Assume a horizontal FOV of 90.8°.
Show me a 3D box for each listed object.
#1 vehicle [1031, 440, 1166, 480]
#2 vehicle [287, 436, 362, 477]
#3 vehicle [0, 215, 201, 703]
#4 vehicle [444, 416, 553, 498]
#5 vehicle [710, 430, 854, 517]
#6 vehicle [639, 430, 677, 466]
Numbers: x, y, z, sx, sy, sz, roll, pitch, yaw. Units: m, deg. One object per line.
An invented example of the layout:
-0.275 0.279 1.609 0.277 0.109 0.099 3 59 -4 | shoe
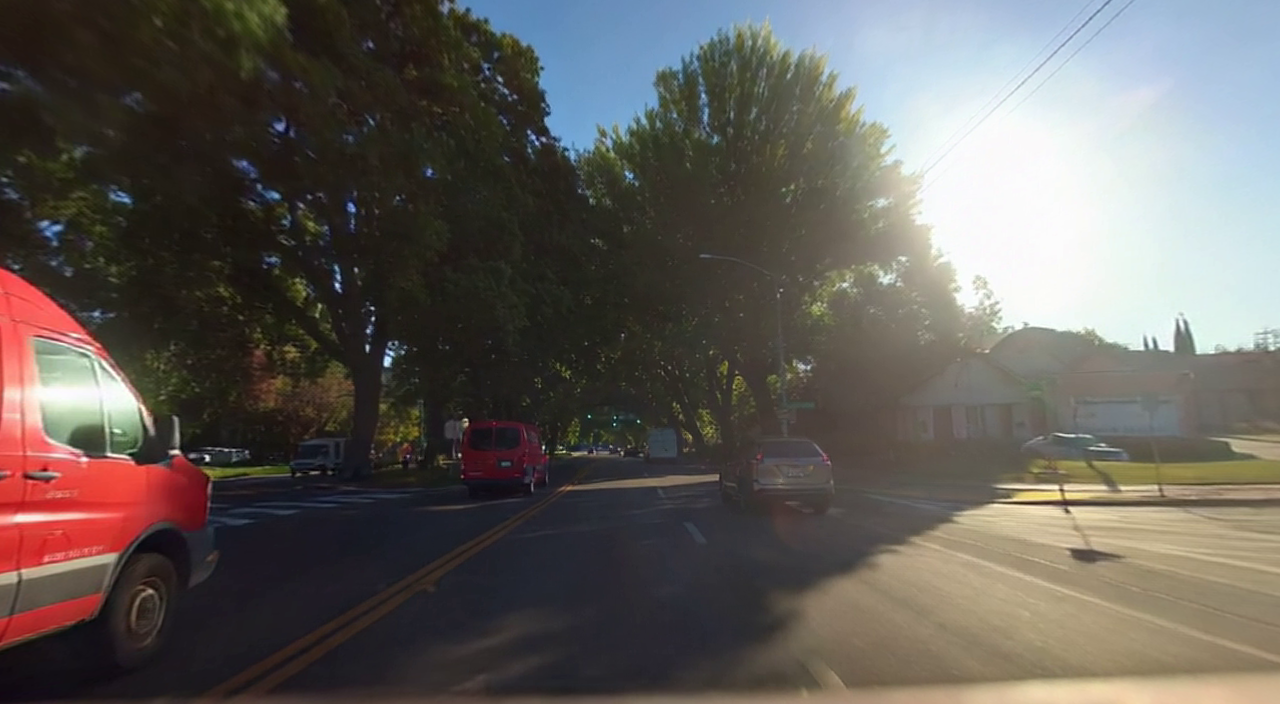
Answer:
18.366 4.310 25.401 4.210 1.480 1.922 1 -9 -11 | vehicle
-23.873 7.908 48.168 2.408 2.860 6.627 0 -9 -2 | vehicle
-3.420 0.318 0.342 2.269 2.190 5.680 1 -8 -1 | vehicle
-4.222 3.249 19.765 2.420 2.227 4.499 0 -9 -1 | vehicle
2.991 2.699 14.528 2.087 1.658 4.612 0 -9 -2 | vehicle
1.270 7.229 47.512 2.397 2.566 5.324 1 -9 -4 | vehicle
